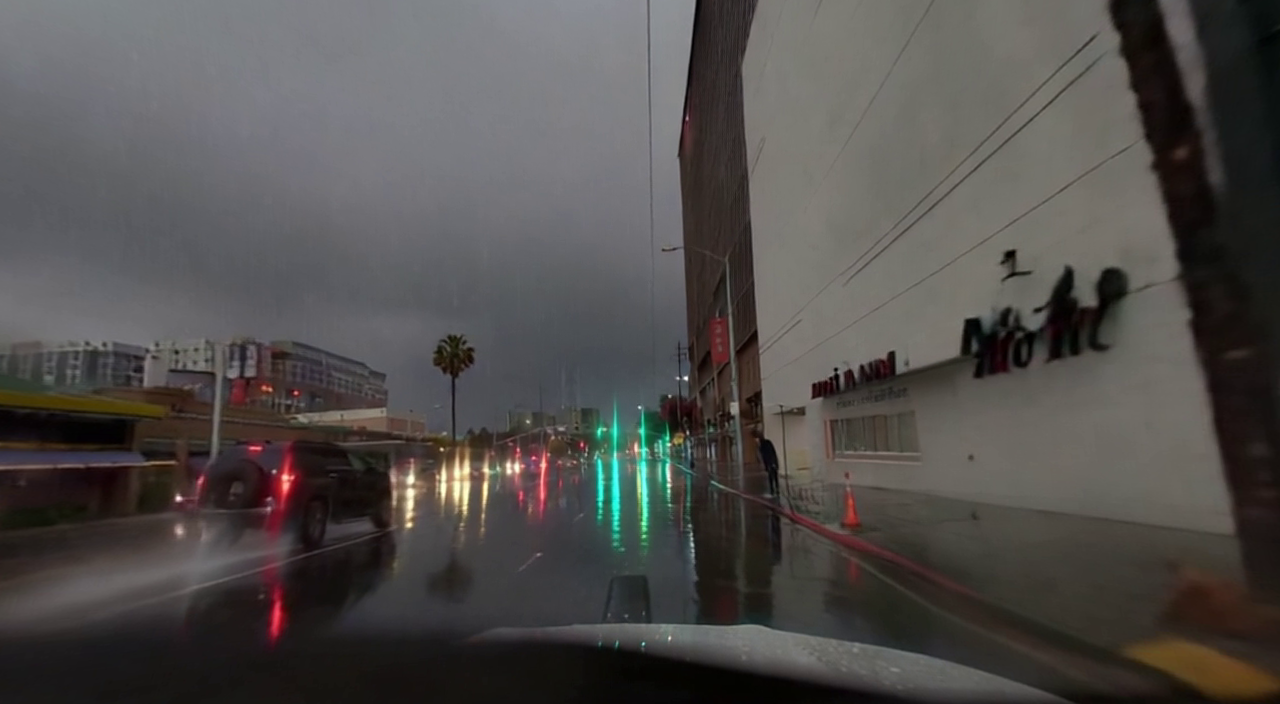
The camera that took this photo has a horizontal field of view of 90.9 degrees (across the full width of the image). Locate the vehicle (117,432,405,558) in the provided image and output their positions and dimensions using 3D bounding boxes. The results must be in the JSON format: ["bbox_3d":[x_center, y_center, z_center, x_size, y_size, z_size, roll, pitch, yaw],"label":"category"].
[{"bbox_3d":[-6.115,2.355,11.098,2.007,1.698,4.759,0,-9,1],"label":"vehicle"}]

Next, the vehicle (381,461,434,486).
[{"bbox_3d":[-16.598,8.662,45.201,1.887,1.533,4.222,1,-9,4],"label":"vehicle"}]

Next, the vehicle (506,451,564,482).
[{"bbox_3d":[-5.306,5.890,32.586,2.030,1.488,4.650,0,-9,2],"label":"vehicle"}]
